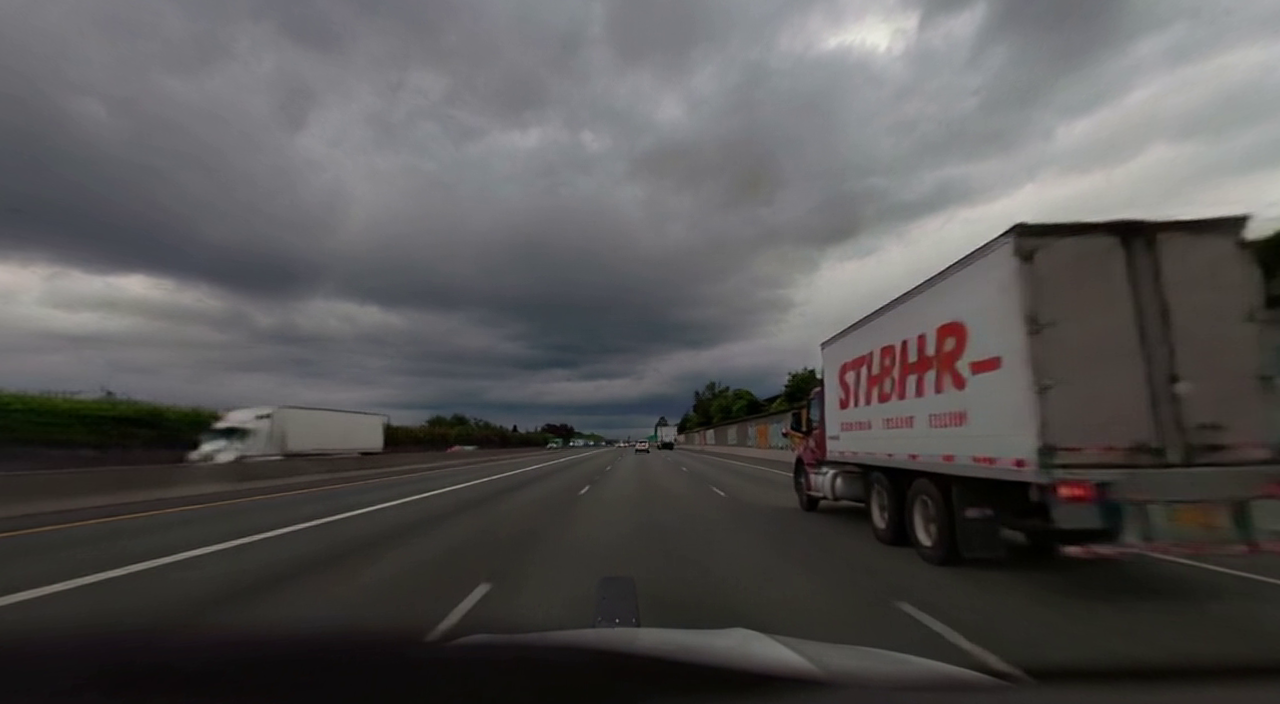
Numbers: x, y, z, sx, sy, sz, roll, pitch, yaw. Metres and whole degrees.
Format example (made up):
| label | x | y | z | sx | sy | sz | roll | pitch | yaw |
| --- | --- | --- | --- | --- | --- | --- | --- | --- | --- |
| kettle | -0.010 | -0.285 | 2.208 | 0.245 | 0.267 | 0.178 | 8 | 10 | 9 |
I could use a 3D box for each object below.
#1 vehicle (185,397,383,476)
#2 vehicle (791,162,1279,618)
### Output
| label | x | y | z | sx | sy | sz | roll | pitch | yaw |
| --- | --- | --- | --- | --- | --- | --- | --- | --- | --- |
| vehicle | -21.264 | 5.387 | 39.974 | 3.085 | 3.910 | 16.801 | 0 | -8 | -1 |
| vehicle | 5.343 | 0.923 | 10.042 | 2.949 | 3.470 | 10.539 | 0 | -8 | -2 |
